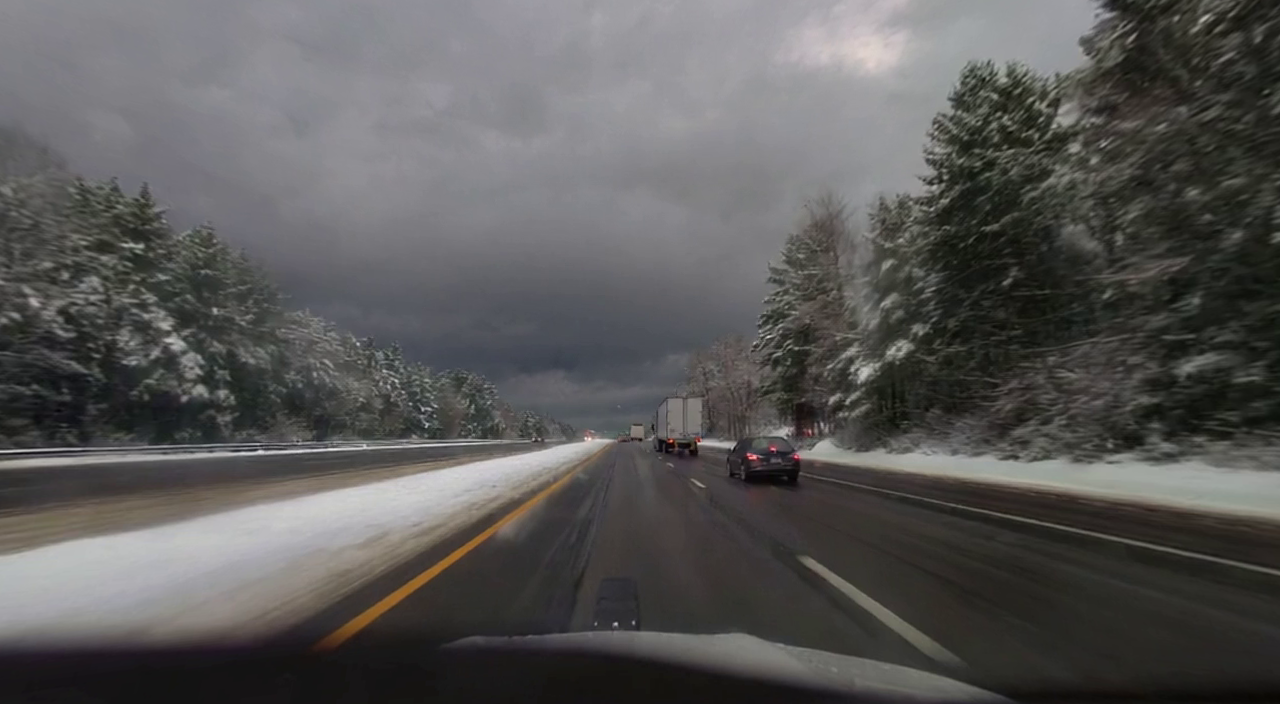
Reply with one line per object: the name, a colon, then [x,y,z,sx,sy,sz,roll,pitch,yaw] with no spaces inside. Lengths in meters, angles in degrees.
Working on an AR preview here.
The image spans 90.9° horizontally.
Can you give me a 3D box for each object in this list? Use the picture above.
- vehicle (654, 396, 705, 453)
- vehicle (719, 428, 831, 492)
vehicle: [2.891,5.851,49.984,2.911,3.994,10.840,0,-8,-2]
vehicle: [3.467,2.833,16.969,1.984,1.482,3.833,0,-8,-3]
